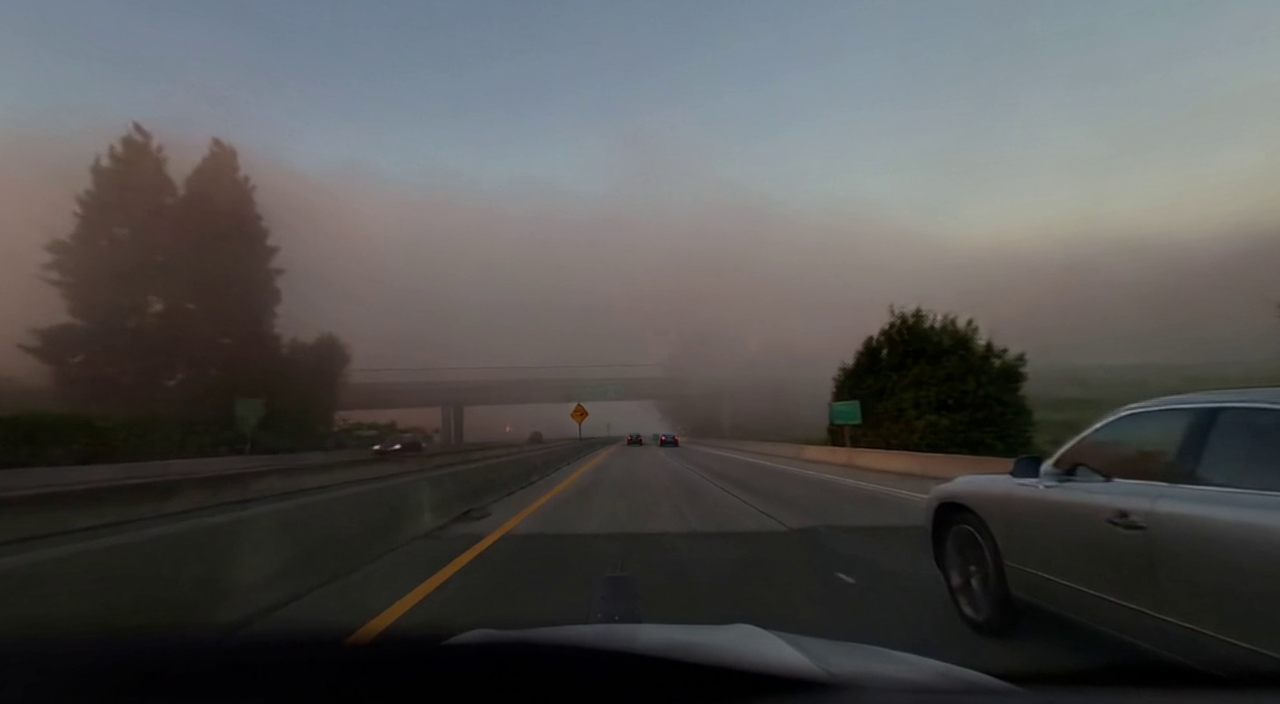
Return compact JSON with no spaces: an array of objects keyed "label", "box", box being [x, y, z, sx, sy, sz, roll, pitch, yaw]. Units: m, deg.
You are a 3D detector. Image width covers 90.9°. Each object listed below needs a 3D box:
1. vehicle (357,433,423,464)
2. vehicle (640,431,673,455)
[{"label":"vehicle","box":[-13.187,5.104,33.510,1.899,1.531,4.005,0,-8,-1]},{"label":"vehicle","box":[1.069,6.105,42.432,1.981,1.490,3.449,0,-8,-3]}]
